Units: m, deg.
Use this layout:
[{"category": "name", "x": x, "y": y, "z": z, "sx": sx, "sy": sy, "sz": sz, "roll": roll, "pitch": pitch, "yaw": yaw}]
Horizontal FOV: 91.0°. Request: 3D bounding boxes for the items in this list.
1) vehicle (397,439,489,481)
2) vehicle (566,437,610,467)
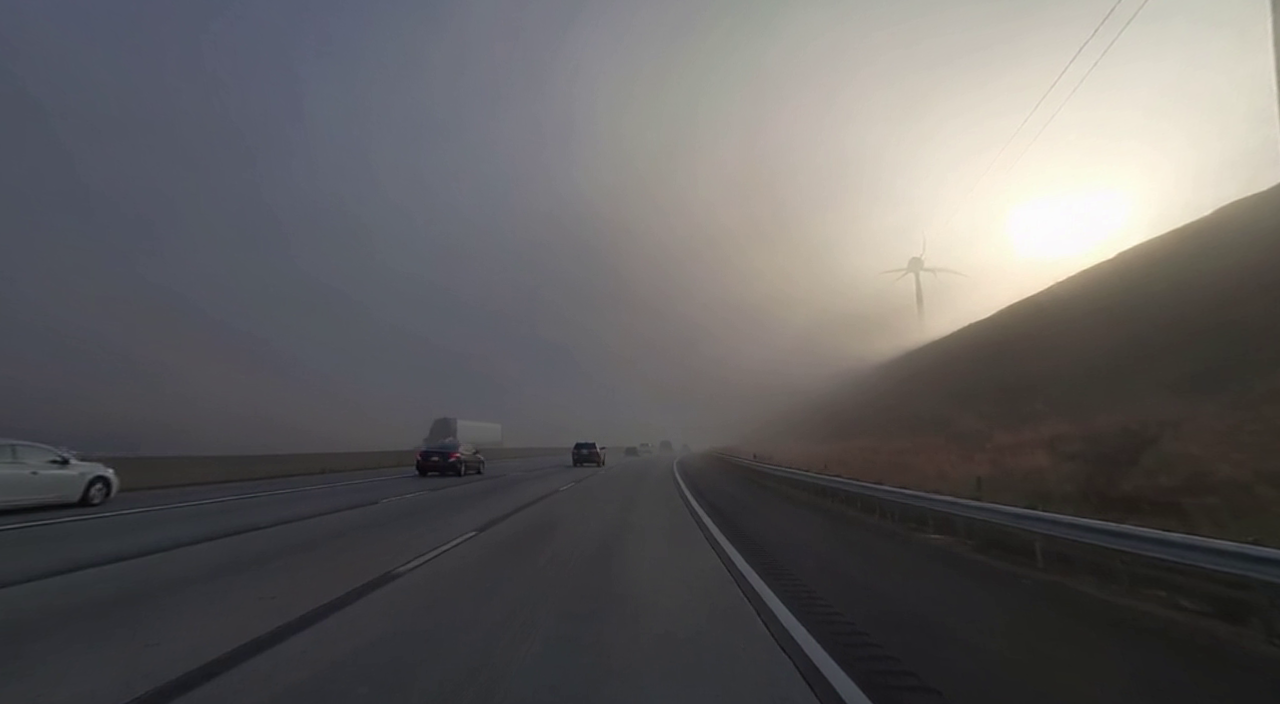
[{"category": "vehicle", "x": -7.779, "y": 4.320, "z": 25.438, "sx": 2.015, "sy": 1.537, "sz": 4.728, "roll": 0, "pitch": -9, "yaw": 2}, {"category": "vehicle", "x": -3.155, "y": 6.212, "z": 39.280, "sx": 2.118, "sy": 1.702, "sz": 4.355, "roll": -1, "pitch": -9, "yaw": 4}]
